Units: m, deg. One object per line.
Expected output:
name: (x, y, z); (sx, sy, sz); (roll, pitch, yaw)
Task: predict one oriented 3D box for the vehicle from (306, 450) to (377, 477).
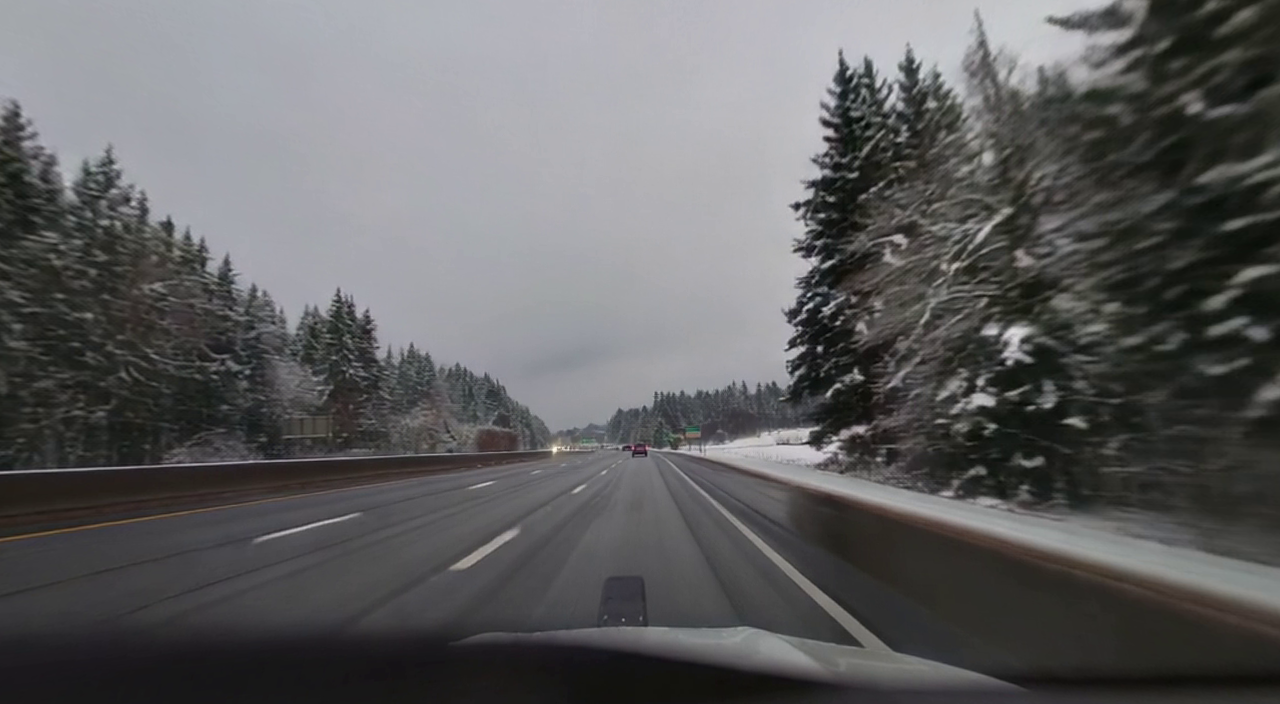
vehicle: (-17.333, 6.484, 36.905); (1.797, 1.455, 4.751); (0, -8, 1)
